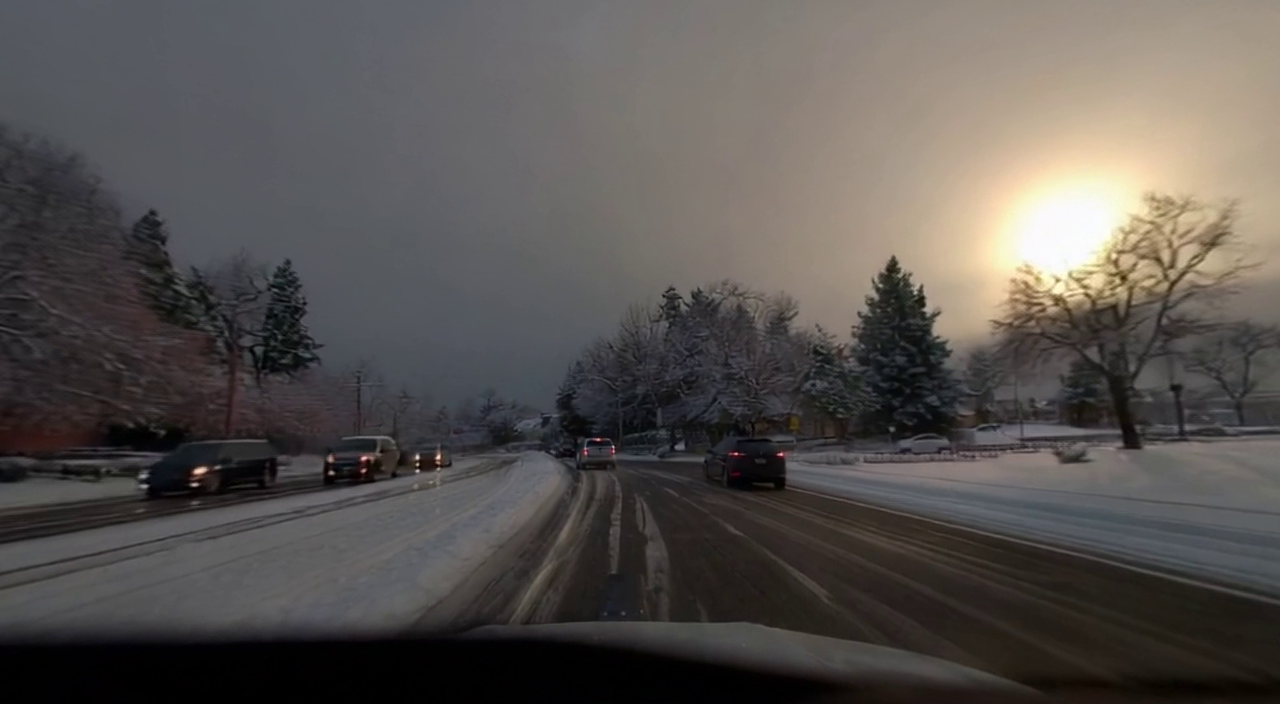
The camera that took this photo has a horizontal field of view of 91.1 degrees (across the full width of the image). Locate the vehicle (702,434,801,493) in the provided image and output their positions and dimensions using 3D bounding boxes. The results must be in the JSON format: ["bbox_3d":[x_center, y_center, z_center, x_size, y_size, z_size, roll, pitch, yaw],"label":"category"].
[{"bbox_3d":[3.078,3.192,18.369,1.915,1.495,4.880,0,-9,-1],"label":"vehicle"}]

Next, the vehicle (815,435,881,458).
[{"bbox_3d":[16.259,7.379,49.122,4.528,1.707,2.172,4,-9,-24],"label":"vehicle"}]

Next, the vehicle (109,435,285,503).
[{"bbox_3d":[-13.478,3.561,19.617,2.288,1.842,4.837,1,-9,-5],"label":"vehicle"}]

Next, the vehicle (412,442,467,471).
[{"bbox_3d":[-11.682,6.144,36.837,2.002,1.550,4.444,1,-10,-4],"label":"vehicle"}]

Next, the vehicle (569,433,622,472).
[{"bbox_3d":[-2.317,5.043,31.734,2.165,1.783,4.391,2,-9,-10],"label":"vehicle"}]

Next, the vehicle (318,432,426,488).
[{"bbox_3d":[-9.519,3.857,22.808,2.211,1.801,4.894,1,-9,-6],"label":"vehicle"}]
